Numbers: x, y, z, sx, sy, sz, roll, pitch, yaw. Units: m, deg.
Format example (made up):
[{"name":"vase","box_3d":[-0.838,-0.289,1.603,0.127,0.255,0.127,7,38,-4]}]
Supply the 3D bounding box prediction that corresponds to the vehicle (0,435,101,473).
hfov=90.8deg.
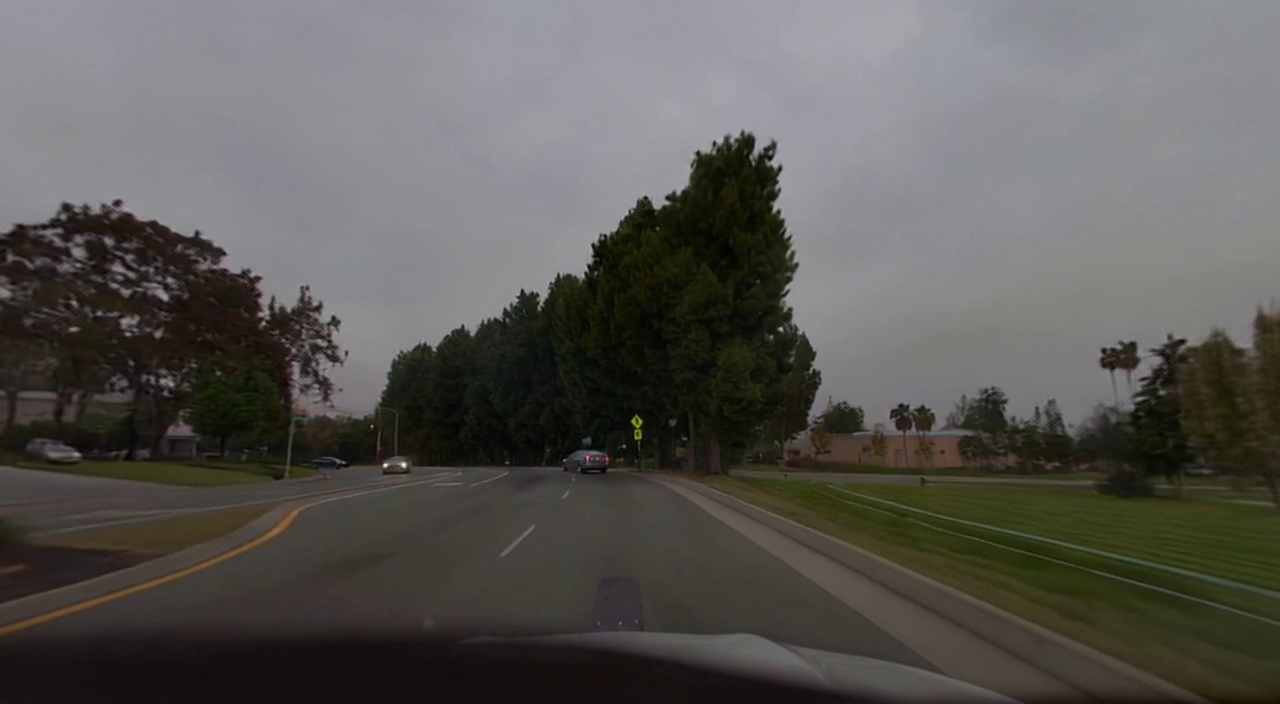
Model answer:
[{"name":"vehicle","box_3d":[-29.127,4.905,30.511,4.816,1.696,2.323,-3,-9,17]}]
